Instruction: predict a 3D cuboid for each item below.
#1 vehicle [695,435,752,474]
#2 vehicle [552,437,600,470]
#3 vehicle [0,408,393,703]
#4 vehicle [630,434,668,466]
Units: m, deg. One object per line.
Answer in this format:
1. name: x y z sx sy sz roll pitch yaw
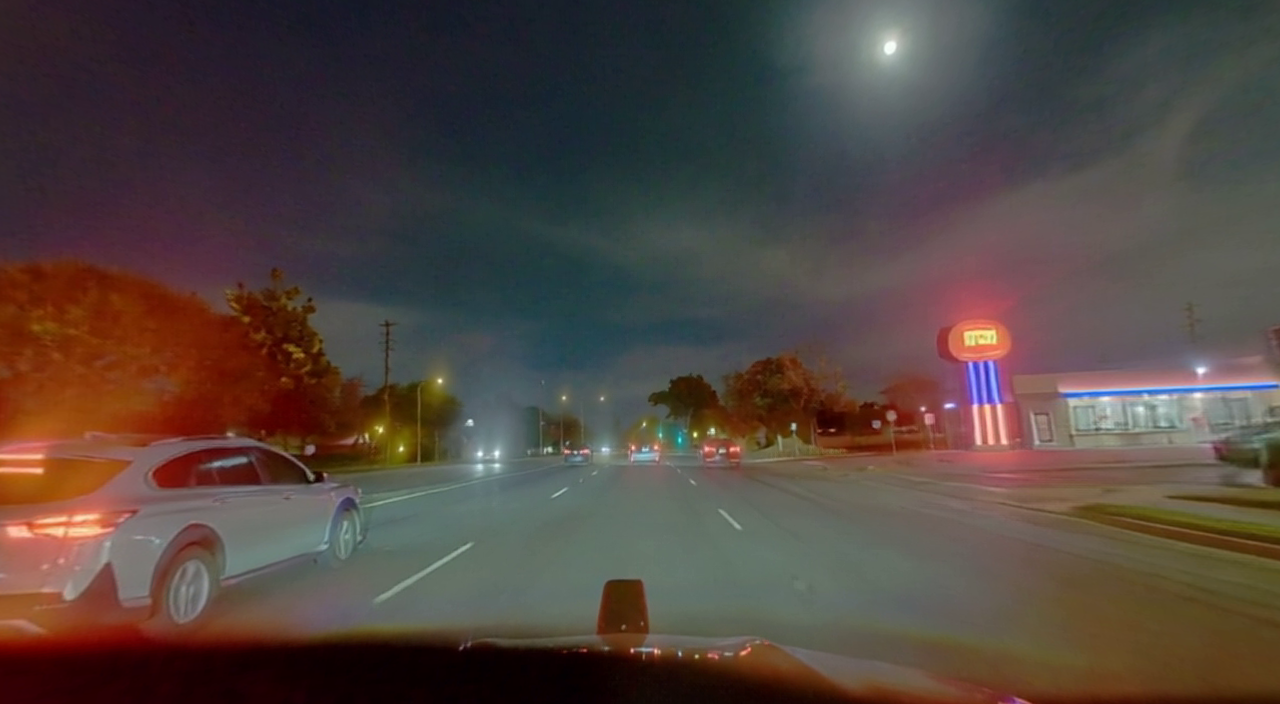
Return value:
1. vehicle: 3.584 4.471 27.634 1.922 1.579 3.642 0 -8 -1
2. vehicle: -3.420 5.520 34.431 2.026 1.665 4.193 0 -8 2
3. vehicle: -3.921 1.338 5.225 1.908 1.481 4.351 0 -8 1
4. vehicle: 0.524 5.984 38.578 2.193 1.873 4.033 0 -8 0
